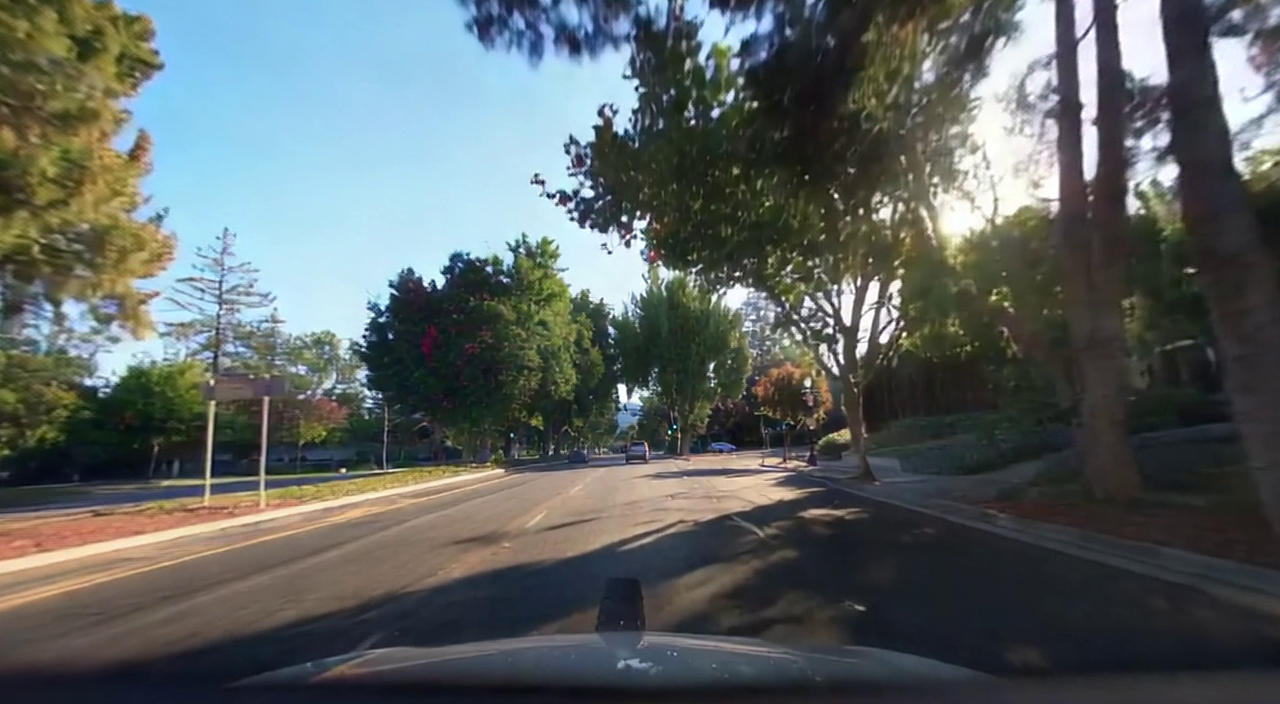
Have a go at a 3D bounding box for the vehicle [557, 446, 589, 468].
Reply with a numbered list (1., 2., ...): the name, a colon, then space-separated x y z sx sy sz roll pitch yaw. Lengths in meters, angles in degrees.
1. vehicle: -4.482 7.064 42.603 1.674 1.408 4.141 0 -8 1
